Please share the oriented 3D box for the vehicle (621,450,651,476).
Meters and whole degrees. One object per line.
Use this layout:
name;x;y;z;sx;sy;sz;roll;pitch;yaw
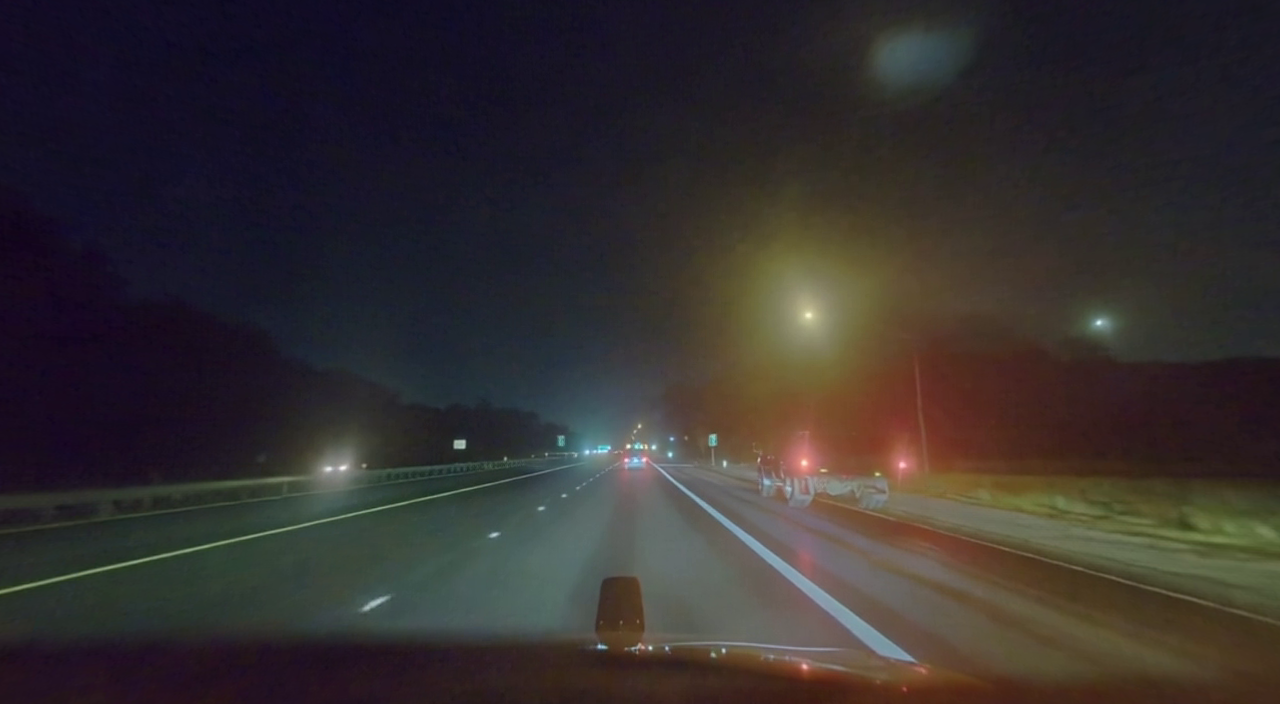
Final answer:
vehicle;-0.226;6.622;37.801;1.695;1.437;3.506;0;-9;1
